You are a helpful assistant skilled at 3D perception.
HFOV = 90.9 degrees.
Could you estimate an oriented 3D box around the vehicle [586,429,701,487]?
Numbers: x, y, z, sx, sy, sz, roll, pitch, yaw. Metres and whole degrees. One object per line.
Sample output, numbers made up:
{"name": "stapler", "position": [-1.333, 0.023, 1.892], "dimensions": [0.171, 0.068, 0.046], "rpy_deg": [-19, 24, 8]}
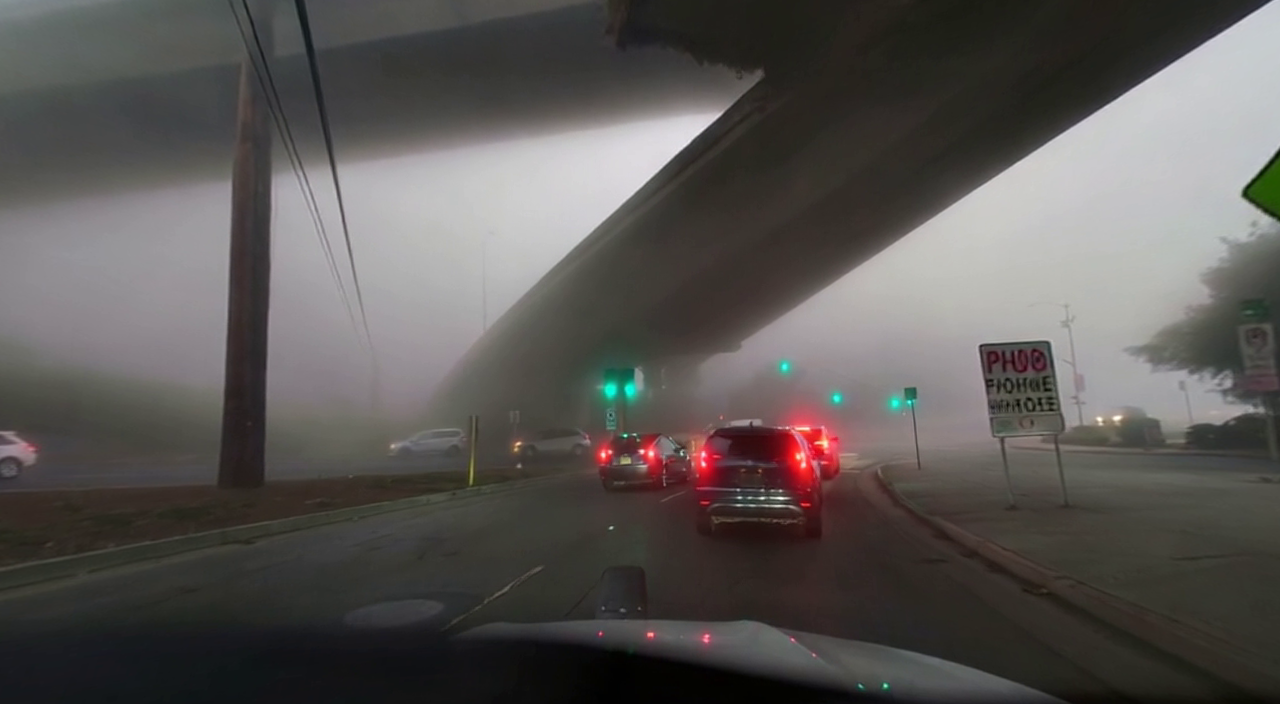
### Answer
{"name": "vehicle", "position": [0.283, 3.203, 19.357], "dimensions": [2.214, 1.519, 4.704], "rpy_deg": [-3, -9, 17]}

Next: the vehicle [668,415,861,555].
{"name": "vehicle", "position": [1.868, 1.859, 9.573], "dimensions": [2.195, 1.571, 4.353], "rpy_deg": [-2, -9, 12]}

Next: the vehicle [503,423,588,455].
{"name": "vehicle", "position": [-5.893, 5.469, 39.389], "dimensions": [4.827, 1.885, 2.008], "rpy_deg": [-2, -9, 13]}
